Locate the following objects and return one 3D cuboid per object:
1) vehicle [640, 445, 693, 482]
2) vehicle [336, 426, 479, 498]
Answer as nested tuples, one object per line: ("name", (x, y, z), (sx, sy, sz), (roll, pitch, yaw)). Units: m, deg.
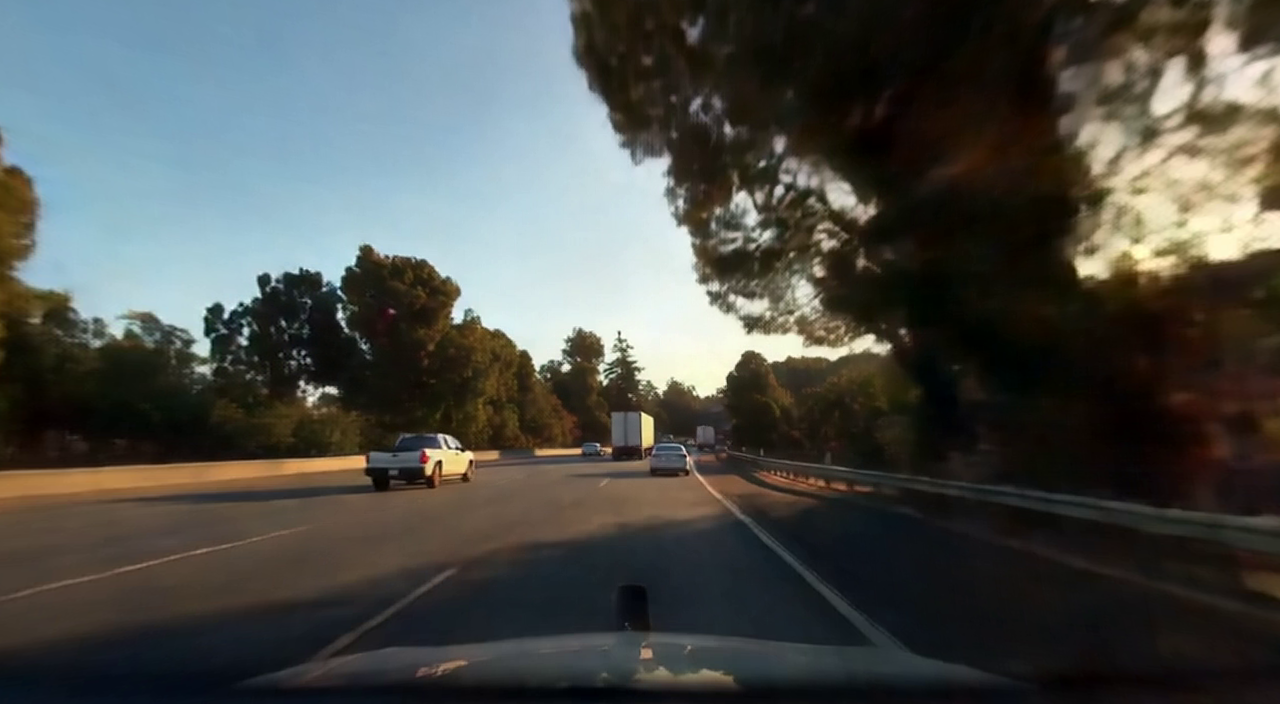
("vehicle", (1.110, 4.482, 25.672), (1.984, 1.365, 3.767), (-1, -9, 3))
("vehicle", (-6.564, 3.174, 18.563), (2.142, 1.833, 4.854), (-1, -9, 3))
